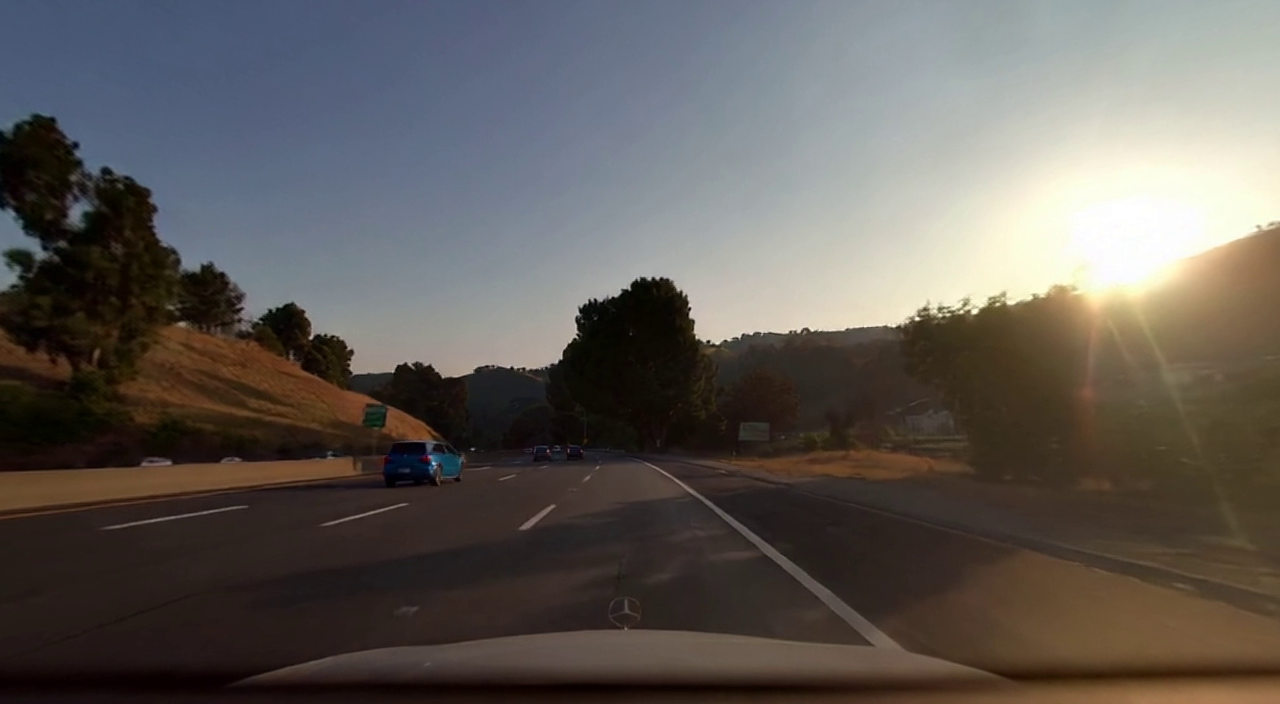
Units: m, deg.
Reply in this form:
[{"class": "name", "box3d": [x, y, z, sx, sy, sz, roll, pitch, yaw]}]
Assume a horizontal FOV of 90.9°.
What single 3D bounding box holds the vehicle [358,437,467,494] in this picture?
[{"class": "vehicle", "box3d": [-7.527, 3.779, 21.423, 2.046, 1.712, 4.533, 0, -8, -1]}]
